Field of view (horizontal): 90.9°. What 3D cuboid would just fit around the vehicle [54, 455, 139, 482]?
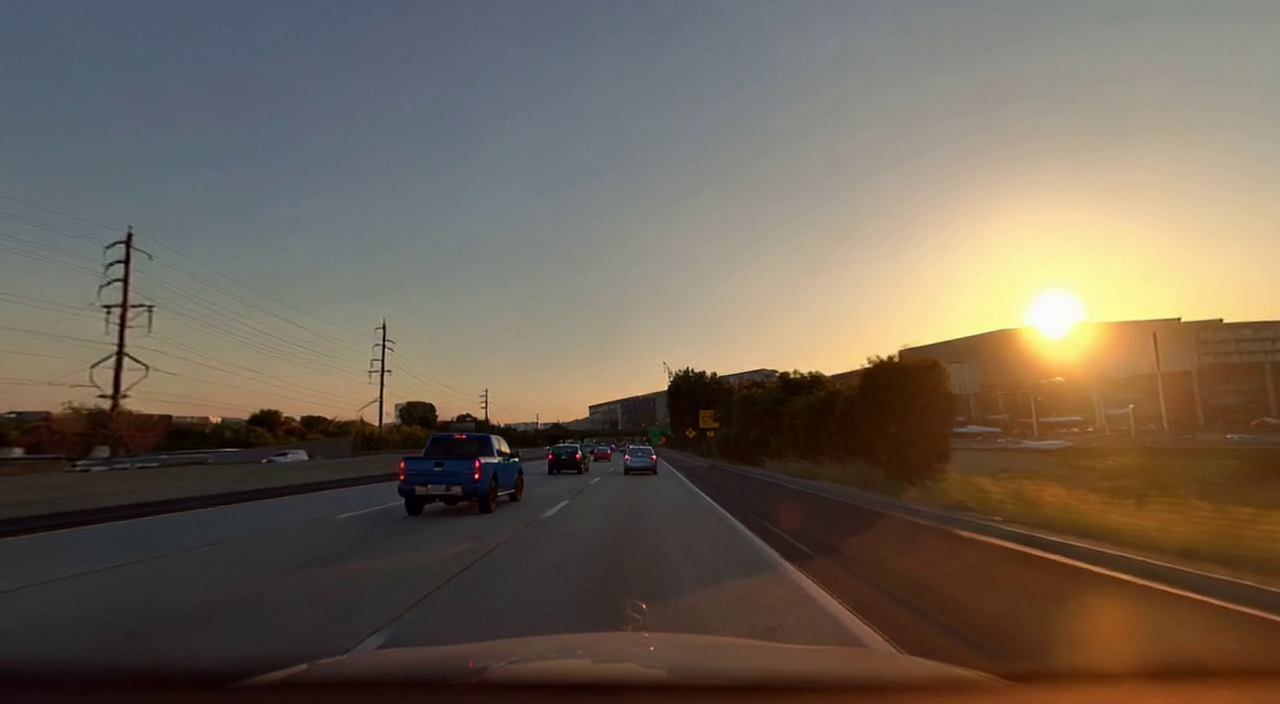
[{"bbox_3d":[-39.286,8.414,45.758,1.918,1.723,4.762,0,-8,0],"label":"vehicle"}]

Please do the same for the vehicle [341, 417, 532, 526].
[{"bbox_3d":[-3.956,2.439,13.529,2.198,1.848,5.346,-1,-8,1],"label":"vehicle"}]

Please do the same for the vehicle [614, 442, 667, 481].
[{"bbox_3d":[-0.002,4.559,26.552,2.047,1.473,3.978,0,-8,-1],"label":"vehicle"}]

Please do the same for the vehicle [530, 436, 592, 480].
[{"bbox_3d":[-3.472,4.751,28.612,2.133,1.789,4.518,-1,-8,1],"label":"vehicle"}]
